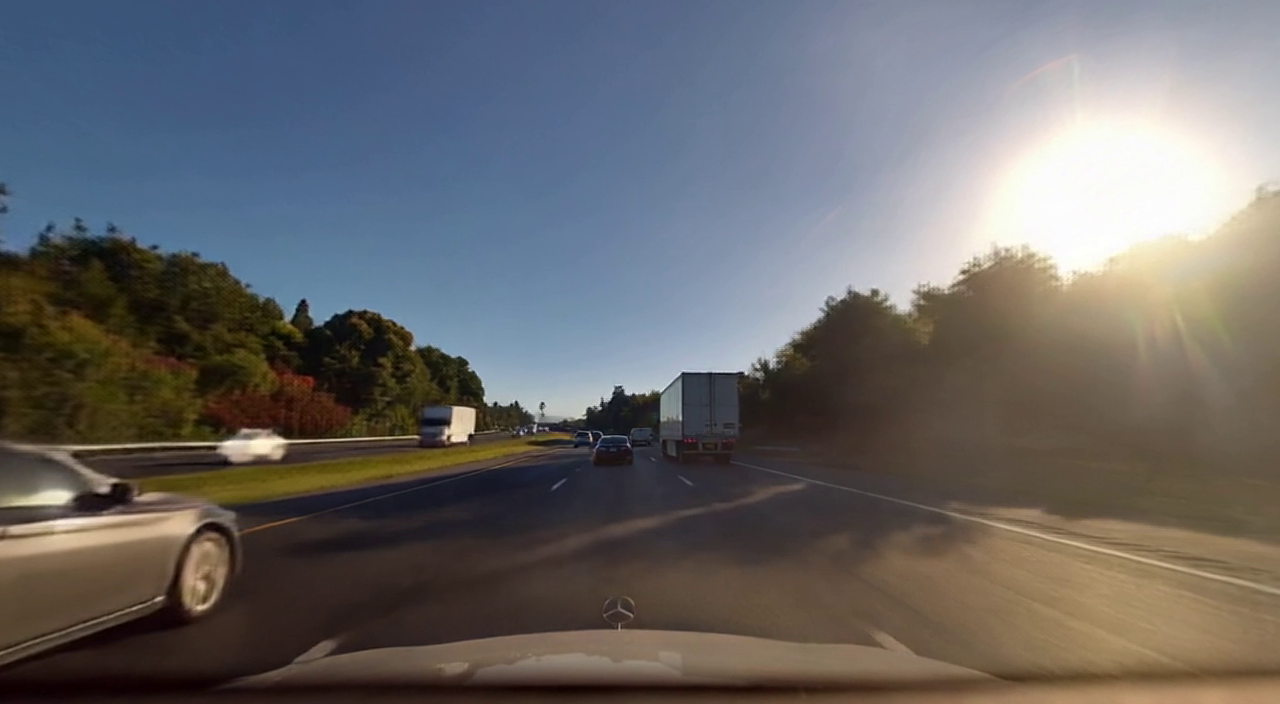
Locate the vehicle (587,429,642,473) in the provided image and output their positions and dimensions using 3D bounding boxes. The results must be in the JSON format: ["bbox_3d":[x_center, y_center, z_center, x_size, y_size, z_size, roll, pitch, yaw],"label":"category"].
[{"bbox_3d":[-0.996,3.936,25.194,2.048,1.563,4.087,0,-8,-2],"label":"vehicle"}]

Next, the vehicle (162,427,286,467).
[{"bbox_3d":[-17.588,4.051,26.899,2.131,1.536,4.656,0,-8,0],"label":"vehicle"}]

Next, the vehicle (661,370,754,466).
[{"bbox_3d":[3.114,3.828,34.253,2.946,4.111,14.652,0,-8,-2],"label":"vehicle"}]

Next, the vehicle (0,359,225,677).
[{"bbox_3d":[-4.581,0.822,2.810,2.264,1.699,4.648,0,-8,0],"label":"vehicle"}]
